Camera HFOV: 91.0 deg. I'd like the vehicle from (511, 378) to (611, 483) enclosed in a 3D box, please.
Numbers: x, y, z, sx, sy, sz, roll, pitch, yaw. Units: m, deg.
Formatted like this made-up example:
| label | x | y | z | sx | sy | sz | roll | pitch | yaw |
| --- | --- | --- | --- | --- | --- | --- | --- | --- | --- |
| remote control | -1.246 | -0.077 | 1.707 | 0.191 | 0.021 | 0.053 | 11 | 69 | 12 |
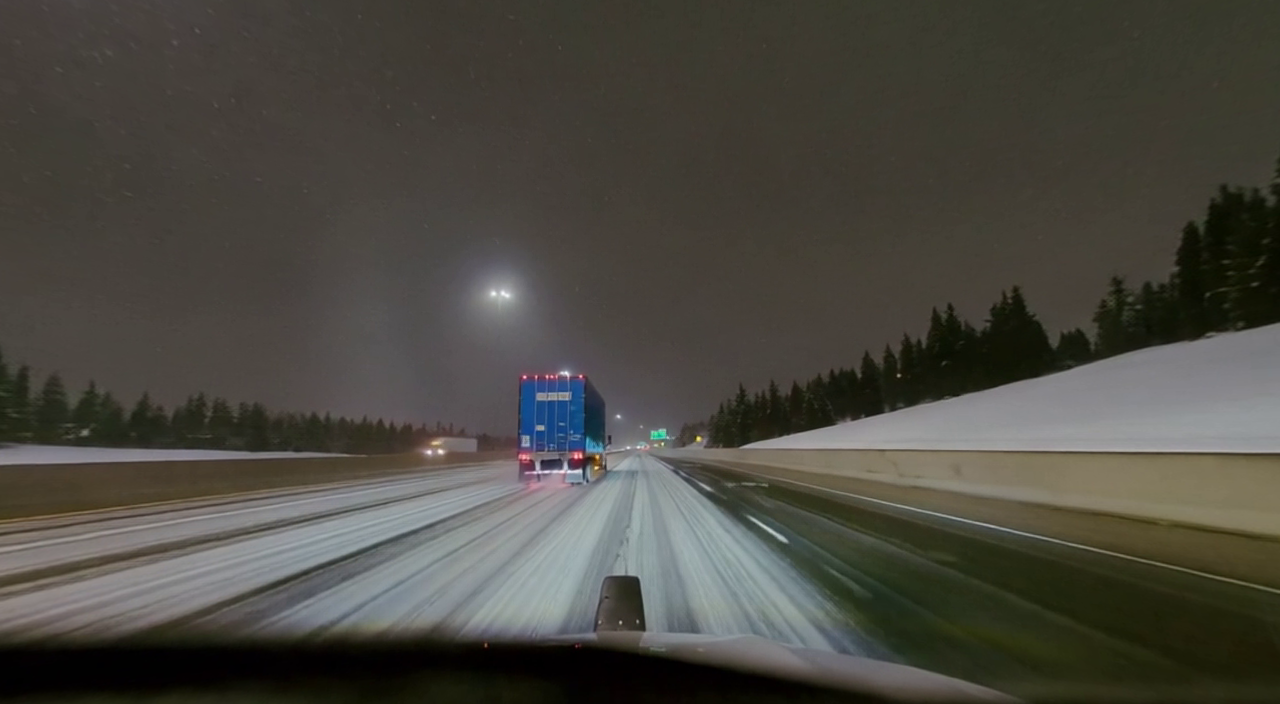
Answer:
| label | x | y | z | sx | sy | sz | roll | pitch | yaw |
| --- | --- | --- | --- | --- | --- | --- | --- | --- | --- |
| vehicle | -3.206 | 3.792 | 29.314 | 3.059 | 3.956 | 11.036 | 0 | -9 | 1 |
